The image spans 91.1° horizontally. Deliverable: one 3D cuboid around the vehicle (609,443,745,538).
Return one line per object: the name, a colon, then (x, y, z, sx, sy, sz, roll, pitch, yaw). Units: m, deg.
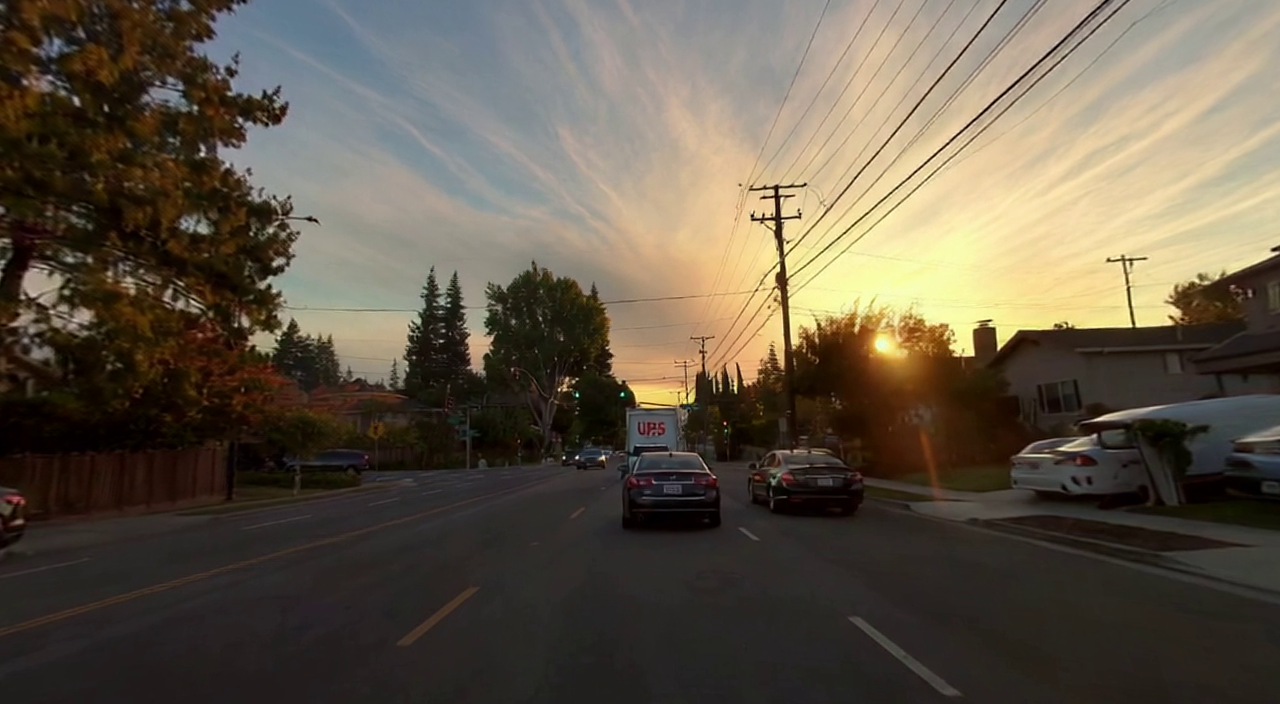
vehicle: (0.583, 2.537, 12.248, 2.158, 1.499, 4.377, 0, -8, 0)

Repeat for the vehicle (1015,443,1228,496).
vehicle: (14.296, 3.493, 18.871, 4.738, 1.498, 1.875, 0, -8, 2)

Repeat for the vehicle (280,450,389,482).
vehicle: (-17.570, 6.557, 36.302, 5.274, 1.793, 1.921, 0, -9, 2)

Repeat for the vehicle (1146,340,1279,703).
vehicle: (3.321, 0.537, 0.359, 2.069, 1.722, 4.888, 0, -9, 2)

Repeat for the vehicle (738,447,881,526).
vehicle: (3.596, 2.903, 14.266, 1.993, 1.479, 4.487, 0, -8, 0)
